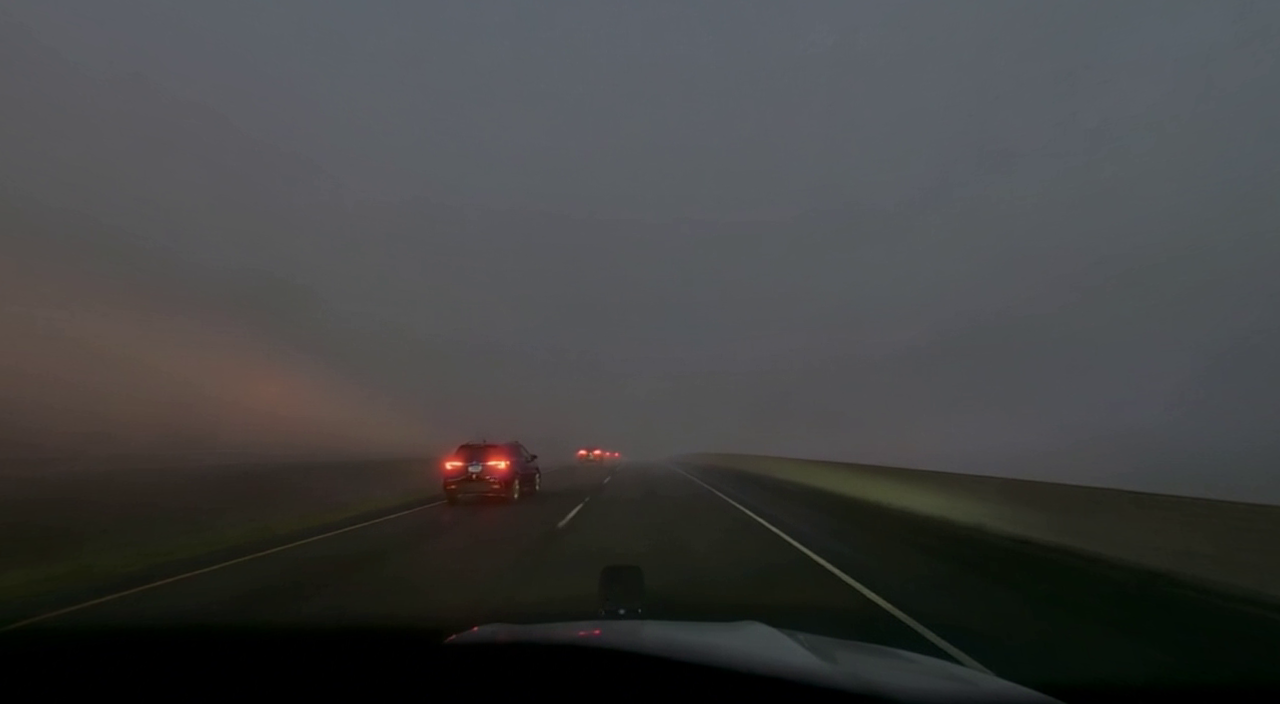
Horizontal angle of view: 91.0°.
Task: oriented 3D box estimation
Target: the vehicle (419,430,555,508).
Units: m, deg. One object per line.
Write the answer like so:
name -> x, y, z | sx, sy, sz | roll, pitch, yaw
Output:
vehicle -> -3.470, 2.746, 15.207 | 2.195, 1.573, 4.176 | 0, -9, 0

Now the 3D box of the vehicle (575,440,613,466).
vehicle -> -3.034, 6.798, 42.508 | 2.133, 1.683, 4.340 | 0, -9, 1
